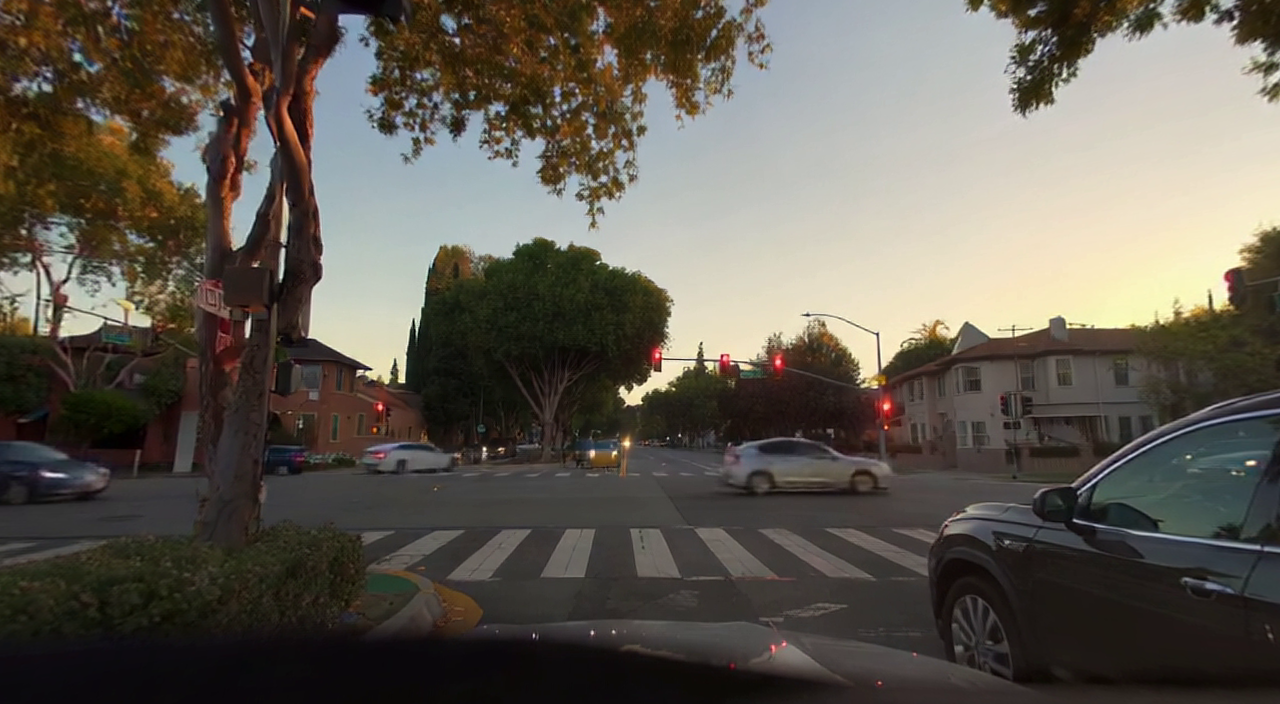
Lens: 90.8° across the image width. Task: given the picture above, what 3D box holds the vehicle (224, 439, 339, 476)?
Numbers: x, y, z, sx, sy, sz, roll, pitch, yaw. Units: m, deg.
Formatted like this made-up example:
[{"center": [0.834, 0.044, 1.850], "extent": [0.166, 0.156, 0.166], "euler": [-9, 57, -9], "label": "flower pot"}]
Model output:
[{"center": [-18.528, 5.442, 32.831], "extent": [2.065, 1.775, 4.667], "euler": [-7, -11, 39], "label": "vehicle"}]

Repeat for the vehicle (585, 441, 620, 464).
[{"center": [-2.443, 6.716, 42.355], "extent": [2.046, 1.491, 4.118], "euler": [0, -8, 0], "label": "vehicle"}]

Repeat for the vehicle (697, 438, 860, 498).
[{"center": [3.565, 3.070, 16.870], "extent": [3.894, 1.487, 1.863], "euler": [0, -9, -1], "label": "vehicle"}]

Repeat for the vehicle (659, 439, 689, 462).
[{"center": [2.543, 7.500, 48.035], "extent": [2.130, 1.633, 4.532], "euler": [0, -9, 2], "label": "vehicle"}]

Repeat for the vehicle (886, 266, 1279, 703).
[{"center": [2.695, 0.708, 1.748], "extent": [2.085, 1.800, 4.908], "euler": [0, -9, 1], "label": "vehicle"}]

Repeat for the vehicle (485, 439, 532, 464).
[{"center": [-8.997, 6.856, 43.664], "extent": [2.028, 1.654, 5.027], "euler": [0, -9, 1], "label": "vehicle"}]

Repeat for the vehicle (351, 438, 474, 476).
[{"center": [-9.661, 4.441, 26.857], "extent": [4.689, 1.490, 1.920], "euler": [4, -9, -24], "label": "vehicle"}]

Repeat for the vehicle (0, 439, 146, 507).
[{"center": [-15.873, 3.060, 16.226], "extent": [4.680, 1.620, 1.943], "euler": [0, -9, -1], "label": "vehicle"}]
